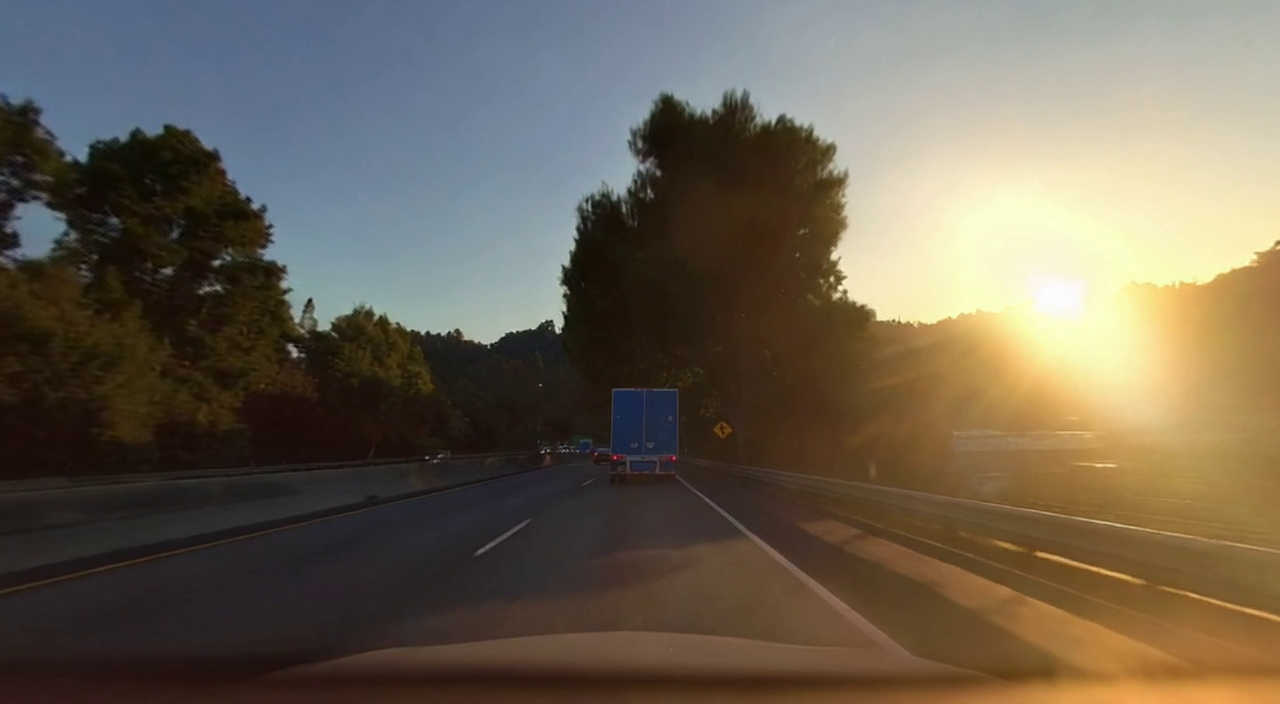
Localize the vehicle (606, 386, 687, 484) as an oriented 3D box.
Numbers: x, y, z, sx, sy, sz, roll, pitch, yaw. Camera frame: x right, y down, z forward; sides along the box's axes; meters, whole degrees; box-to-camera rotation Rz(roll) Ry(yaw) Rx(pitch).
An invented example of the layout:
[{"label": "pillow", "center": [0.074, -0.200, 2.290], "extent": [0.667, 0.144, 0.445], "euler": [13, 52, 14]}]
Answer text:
[{"label": "vehicle", "center": [0.095, 3.672, 27.243], "extent": [2.913, 3.530, 8.648], "euler": [0, -9, -2]}]
